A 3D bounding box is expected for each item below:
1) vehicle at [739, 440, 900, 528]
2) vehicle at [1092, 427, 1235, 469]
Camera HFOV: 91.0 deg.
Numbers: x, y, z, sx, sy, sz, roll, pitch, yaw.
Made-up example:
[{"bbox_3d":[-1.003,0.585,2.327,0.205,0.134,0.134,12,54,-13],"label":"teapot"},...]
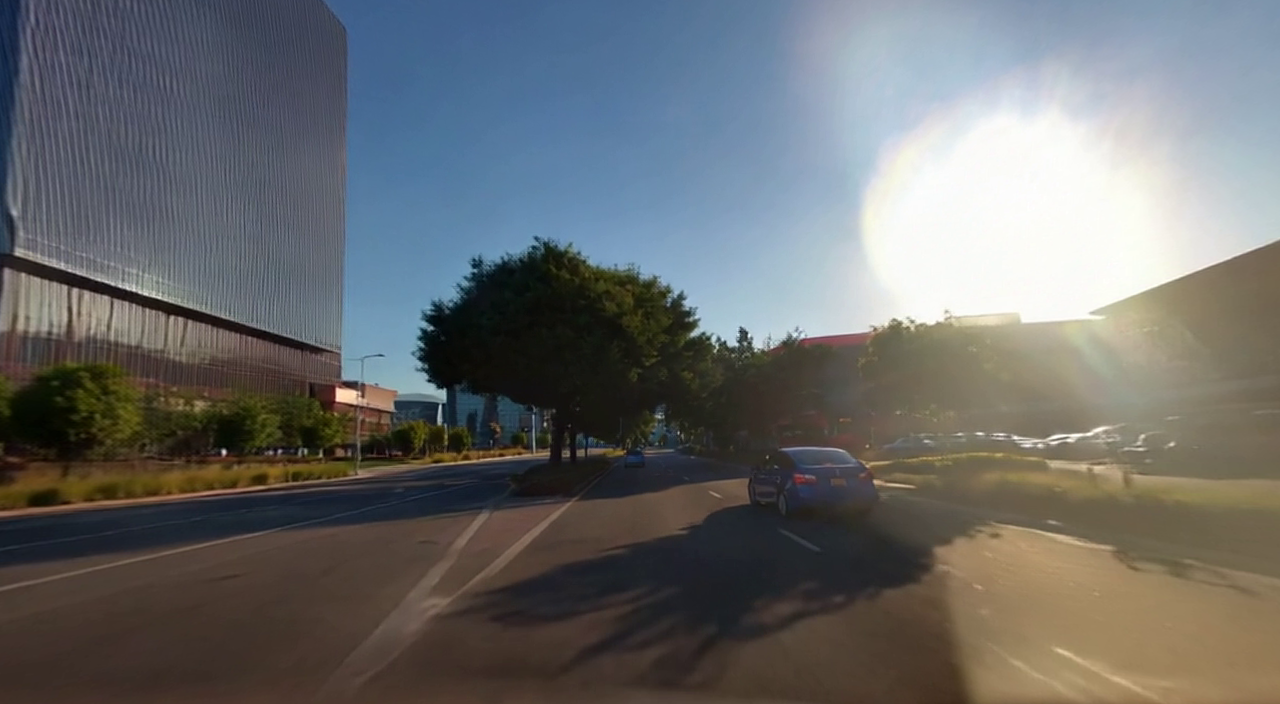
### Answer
[{"bbox_3d":[3.440,2.605,13.010,1.993,1.501,4.127,0,-9,-2],"label":"vehicle"},{"bbox_3d":[20.640,3.780,24.940,3.996,1.481,1.853,-1,-8,-1],"label":"vehicle"}]
